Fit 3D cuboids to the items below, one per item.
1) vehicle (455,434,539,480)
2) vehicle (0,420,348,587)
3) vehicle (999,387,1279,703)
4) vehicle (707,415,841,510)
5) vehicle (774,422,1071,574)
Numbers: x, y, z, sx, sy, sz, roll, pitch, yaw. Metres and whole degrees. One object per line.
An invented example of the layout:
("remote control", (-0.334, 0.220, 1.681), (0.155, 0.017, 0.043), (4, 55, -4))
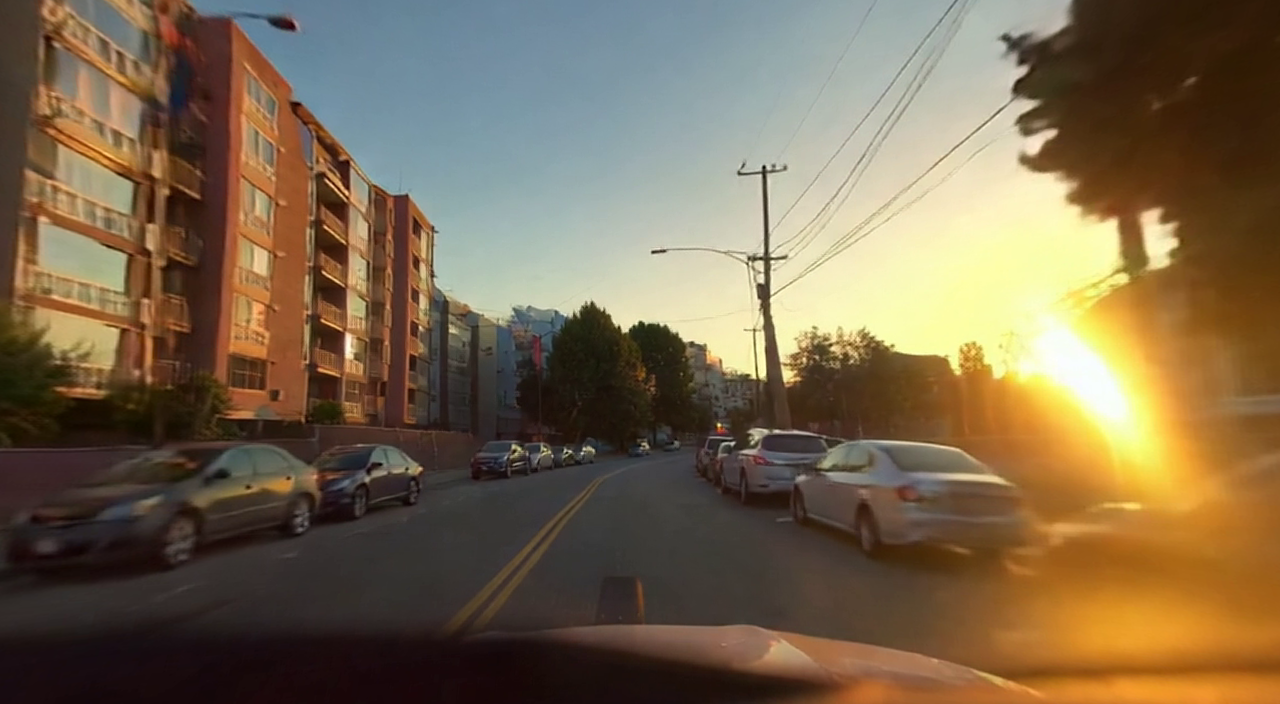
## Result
("vehicle", (-6.435, 4.786, 29.091), (2.194, 1.861, 5.725), (0, -8, 4))
("vehicle", (-6.238, 1.974, 8.700), (1.996, 1.578, 4.806), (-4, -11, 2))
("vehicle", (3.642, 0.877, 2.080), (1.976, 1.588, 4.968), (0, -8, 0))
("vehicle", (2.935, 2.559, 14.983), (2.000, 1.871, 4.797), (1, -8, -2))
("vehicle", (3.560, 1.921, 9.269), (2.017, 1.600, 4.965), (0, -8, -1))
